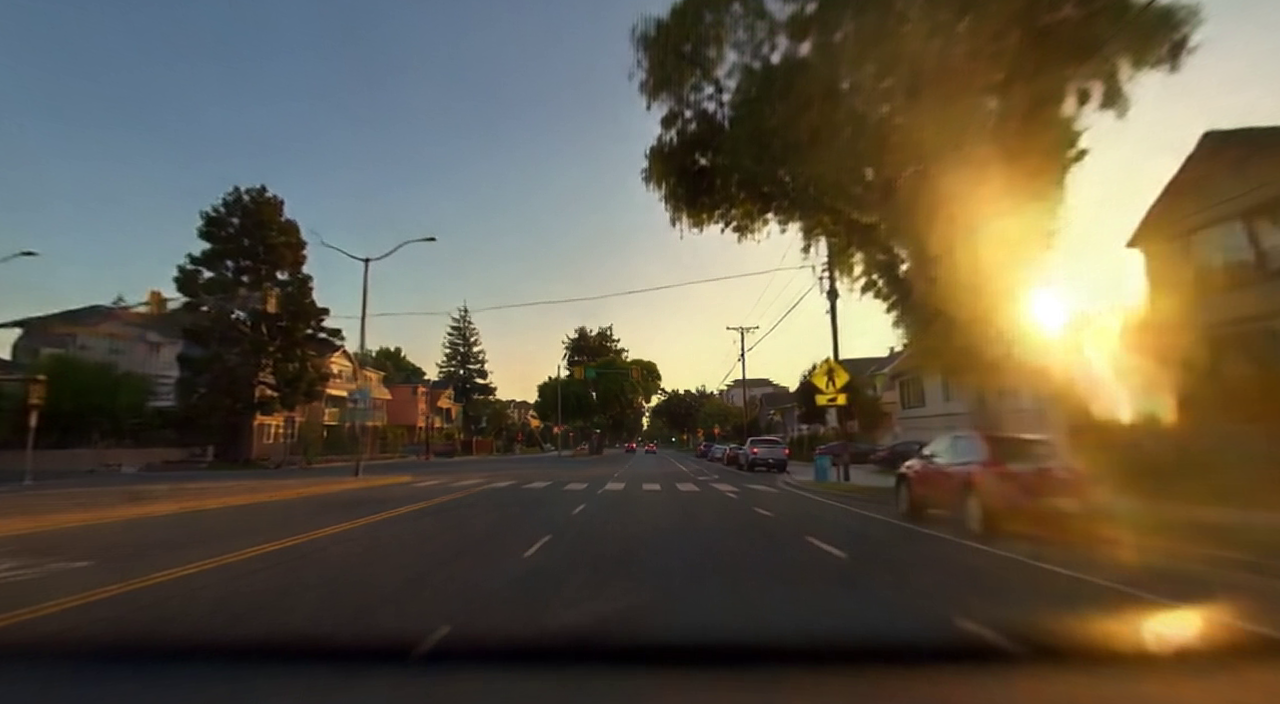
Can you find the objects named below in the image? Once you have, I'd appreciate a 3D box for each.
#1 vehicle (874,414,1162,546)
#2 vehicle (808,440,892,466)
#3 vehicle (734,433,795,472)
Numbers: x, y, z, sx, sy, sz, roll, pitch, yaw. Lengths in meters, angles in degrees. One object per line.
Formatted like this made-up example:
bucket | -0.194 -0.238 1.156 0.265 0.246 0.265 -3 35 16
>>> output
vehicle | 6.041 2.103 11.015 2.094 1.766 4.792 0 -9 1
vehicle | 12.362 5.945 37.099 4.452 1.459 2.001 -4 -9 23
vehicle | 6.549 5.362 33.786 2.293 1.942 5.004 0 -9 1
